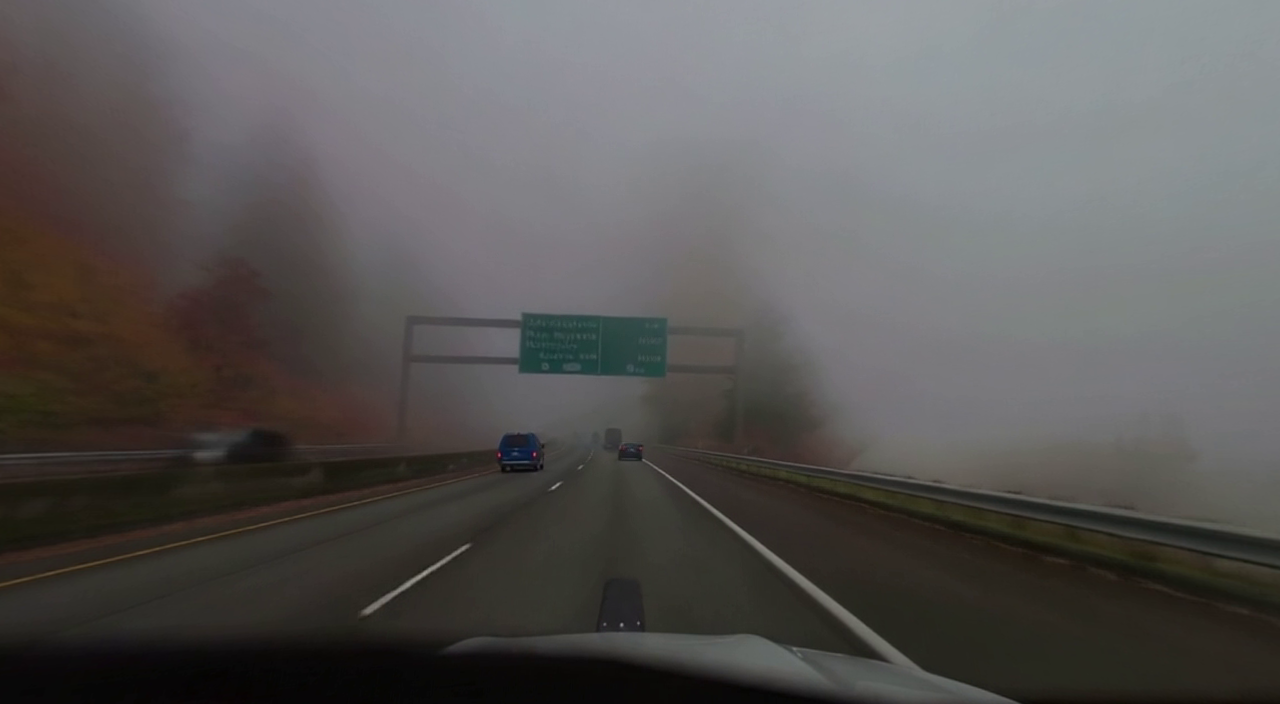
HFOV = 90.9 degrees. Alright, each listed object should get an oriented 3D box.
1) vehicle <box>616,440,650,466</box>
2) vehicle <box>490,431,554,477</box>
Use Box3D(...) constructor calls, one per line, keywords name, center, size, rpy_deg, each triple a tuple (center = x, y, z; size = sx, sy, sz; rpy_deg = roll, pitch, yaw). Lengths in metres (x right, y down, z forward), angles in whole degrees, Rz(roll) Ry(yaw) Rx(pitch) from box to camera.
Box3D(name="vehicle", center=(-0.453, 6.121, 38.453), size=(1.939, 1.497, 3.863), rpy_deg=(0, -8, -2))
Box3D(name="vehicle", center=(-4.777, 4.200, 26.108), size=(1.924, 1.720, 4.195), rpy_deg=(0, -8, -1))
